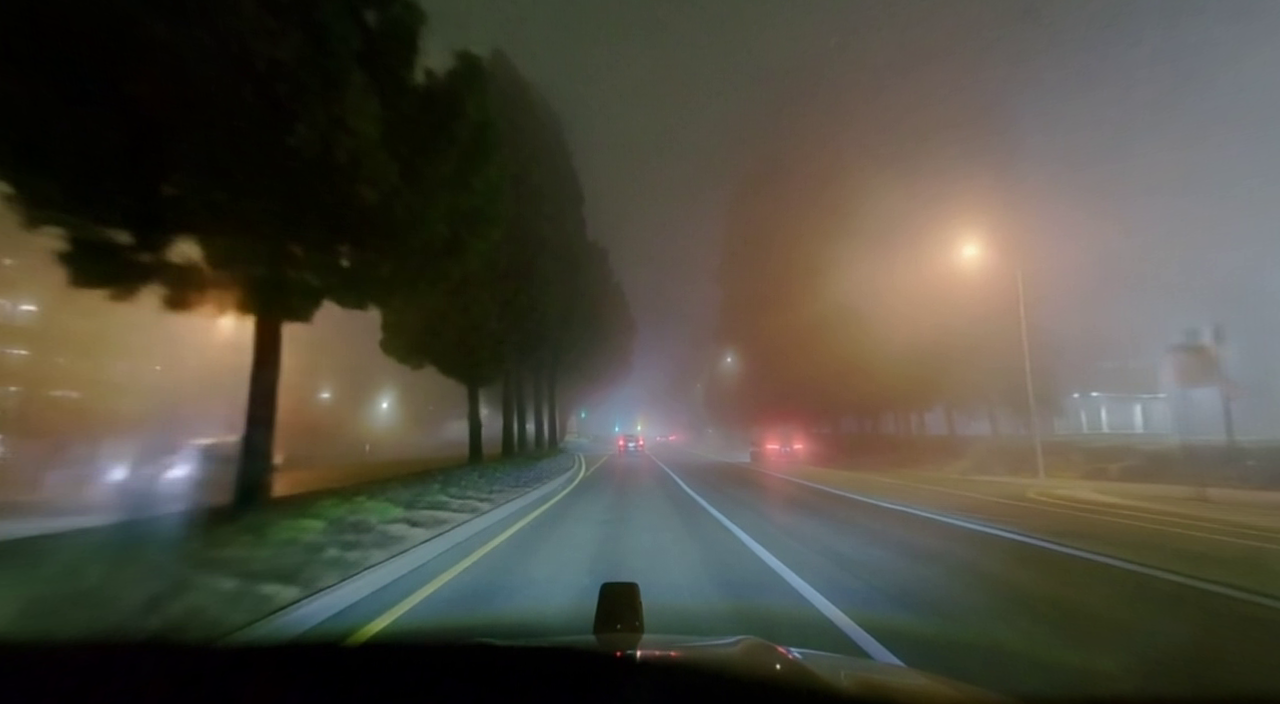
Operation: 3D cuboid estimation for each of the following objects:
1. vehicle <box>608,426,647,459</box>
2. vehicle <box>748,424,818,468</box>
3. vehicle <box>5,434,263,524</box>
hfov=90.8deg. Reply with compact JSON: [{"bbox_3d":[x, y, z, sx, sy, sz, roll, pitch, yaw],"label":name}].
[{"bbox_3d":[-0.743,5.443,37.916,2.193,1.794,4.457,0,-8,-2],"label":"vehicle"},{"bbox_3d":[6.379,4.273,28.720,2.026,1.804,4.565,0,-8,-1],"label":"vehicle"},{"bbox_3d":[-10.637,2.664,13.882,2.002,1.620,4.471,0,-8,-1],"label":"vehicle"}]
